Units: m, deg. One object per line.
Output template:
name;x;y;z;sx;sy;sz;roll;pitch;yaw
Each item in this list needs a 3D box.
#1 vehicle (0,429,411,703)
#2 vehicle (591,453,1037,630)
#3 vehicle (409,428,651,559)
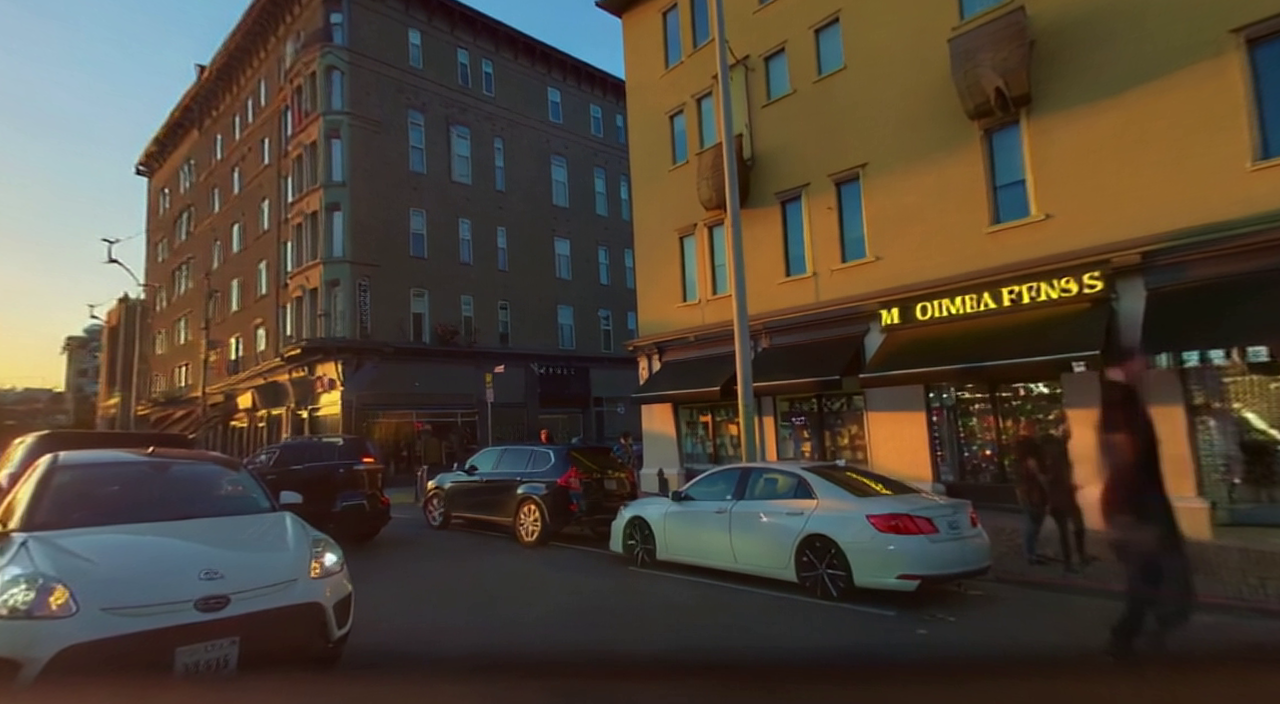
vehicle;-3.488;1.306;4.235;4.330;1.458;1.932;-8;-12;44
vehicle;1.750;1.955;7.633;4.830;1.421;1.826;-8;-11;41
vehicle;-2.133;2.377;11.379;4.580;1.853;1.862;-8;-12;42
